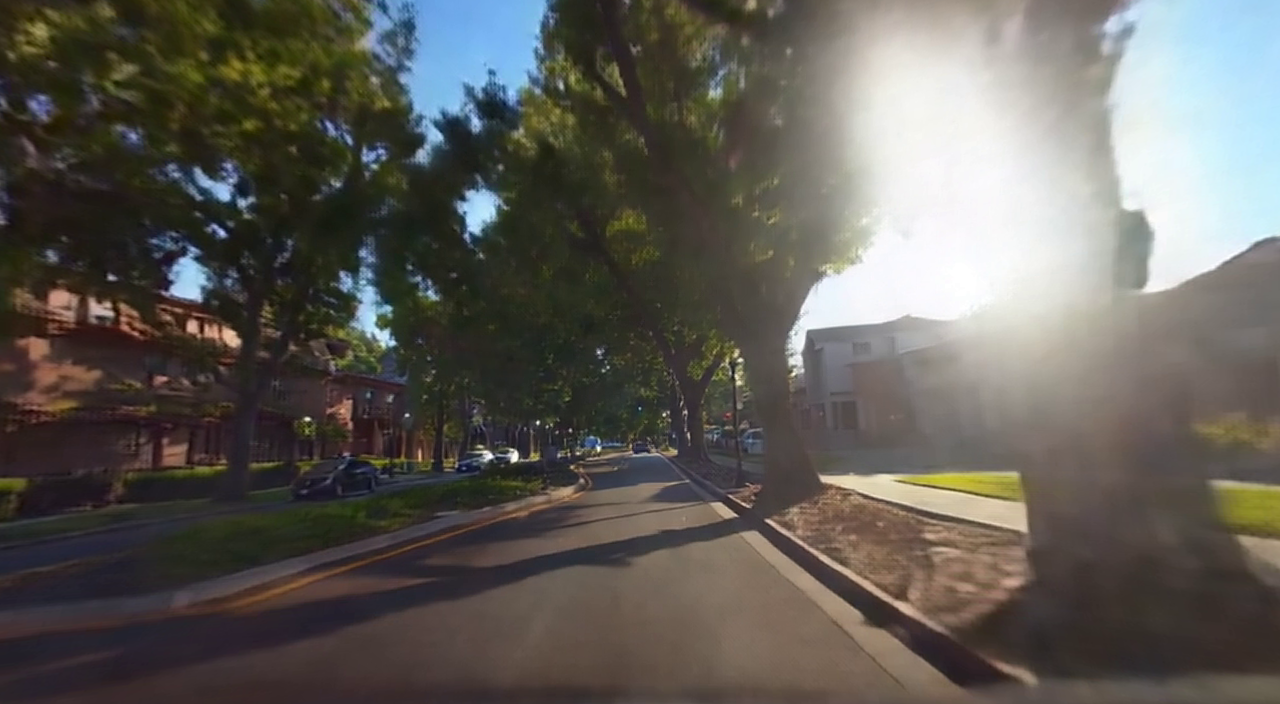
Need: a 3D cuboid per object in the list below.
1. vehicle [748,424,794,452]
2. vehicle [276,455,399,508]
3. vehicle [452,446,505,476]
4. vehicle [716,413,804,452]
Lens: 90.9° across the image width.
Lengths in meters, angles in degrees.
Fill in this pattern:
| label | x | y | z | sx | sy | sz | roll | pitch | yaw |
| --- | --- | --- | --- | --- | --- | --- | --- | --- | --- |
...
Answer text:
| label | x | y | z | sx | sy | sz | roll | pitch | yaw |
| --- | --- | --- | --- | --- | --- | --- | --- | --- | --- |
| vehicle | 8.815 | 5.850 | 42.909 | 1.999 | 1.753 | 4.995 | 0 | -8 | -1 |
| vehicle | -10.061 | 4.305 | 21.434 | 1.892 | 1.484 | 4.576 | 0 | -8 | 0 |
| vehicle | -10.336 | 6.979 | 40.711 | 1.995 | 1.657 | 4.609 | -4 | -8 | 3 |
| vehicle | 9.092 | 6.136 | 47.853 | 6.019 | 2.672 | 2.563 | -5 | -9 | 27 |
